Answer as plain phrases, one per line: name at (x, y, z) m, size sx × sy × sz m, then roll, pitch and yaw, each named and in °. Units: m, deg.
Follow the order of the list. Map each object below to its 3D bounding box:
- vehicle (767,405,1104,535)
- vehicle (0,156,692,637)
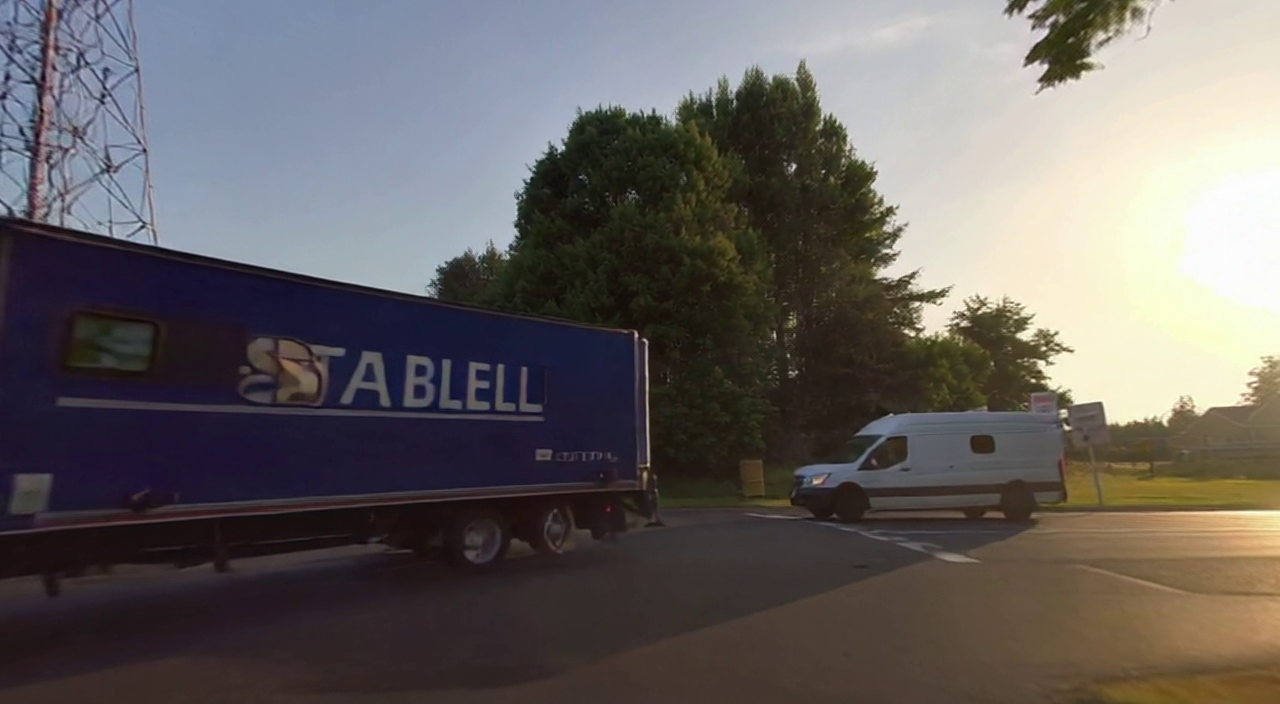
vehicle at (5.931, 2.410, 13.247) m, size 5.923 × 2.424 × 2.247 m, roll 0°, pitch -9°, yaw -5°
vehicle at (-3.730, 0.713, 7.628) m, size 9.765 × 3.622 × 2.740 m, roll 8°, pitch -12°, yaw -42°
